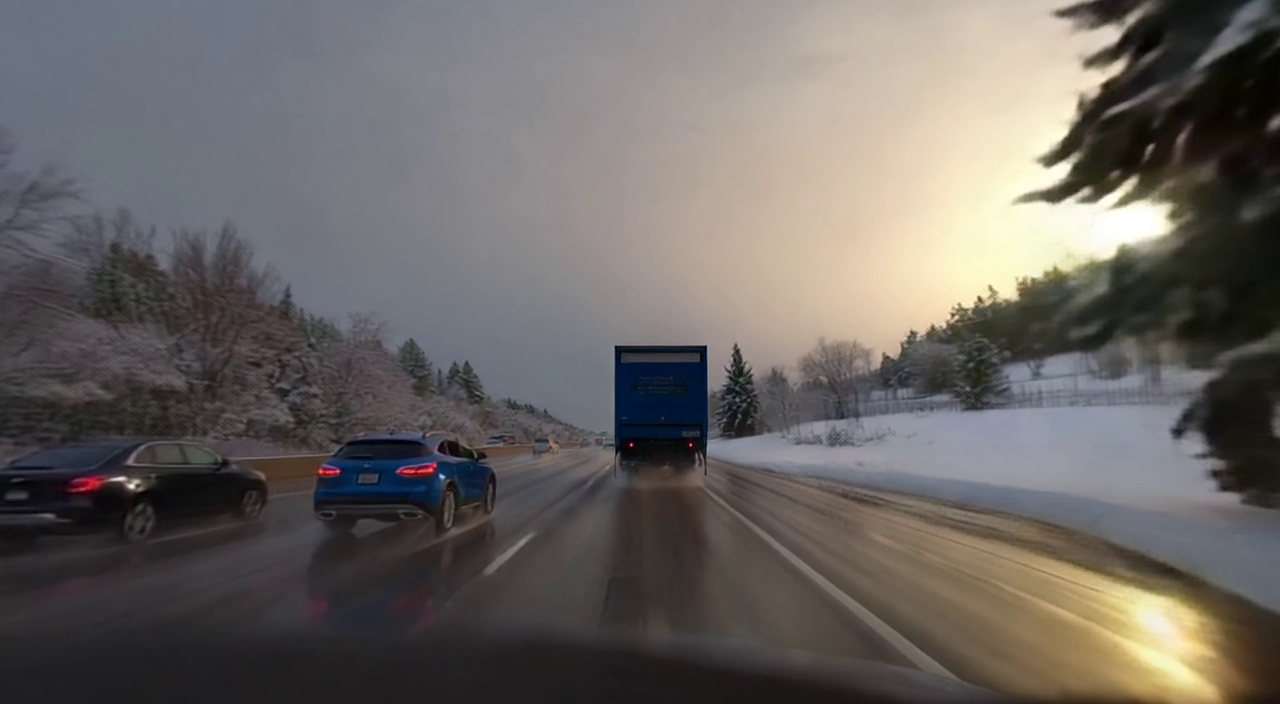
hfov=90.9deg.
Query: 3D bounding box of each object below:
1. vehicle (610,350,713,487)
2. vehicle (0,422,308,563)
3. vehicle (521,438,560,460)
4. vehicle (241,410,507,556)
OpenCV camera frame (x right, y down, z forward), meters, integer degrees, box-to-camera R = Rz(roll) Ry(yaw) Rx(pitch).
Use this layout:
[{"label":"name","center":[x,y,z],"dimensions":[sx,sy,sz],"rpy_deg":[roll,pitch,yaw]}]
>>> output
[{"label":"vehicle","center":[0.655,2.630,23.154],"dimensions":[2.870,3.841,10.653],"rpy_deg":[0,-8,1]},{"label":"vehicle","center":[-7.222,1.847,9.160],"dimensions":[2.063,1.480,4.842],"rpy_deg":[0,-8,2]},{"label":"vehicle","center":[-6.711,6.581,42.892],"dimensions":[1.882,1.451,4.416],"rpy_deg":[0,-8,1]},{"label":"vehicle","center":[-3.524,1.825,9.467],"dimensions":[2.077,1.671,4.249],"rpy_deg":[0,-8,1]}]
